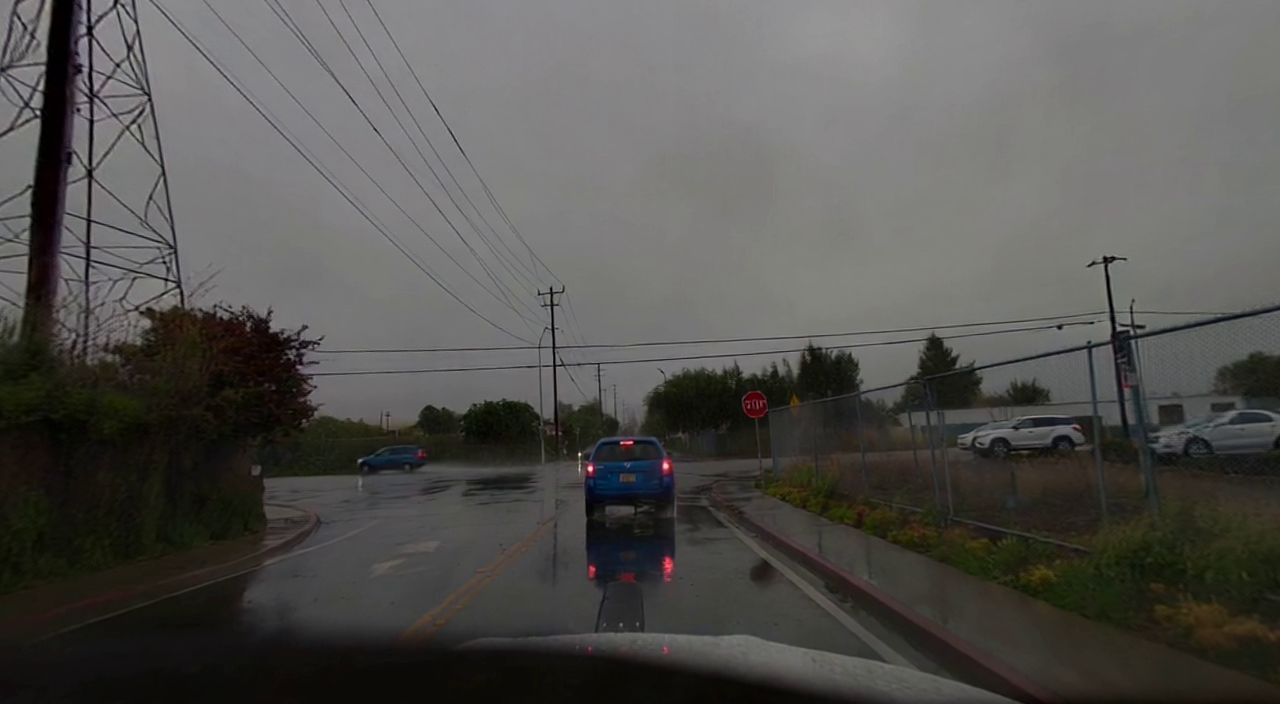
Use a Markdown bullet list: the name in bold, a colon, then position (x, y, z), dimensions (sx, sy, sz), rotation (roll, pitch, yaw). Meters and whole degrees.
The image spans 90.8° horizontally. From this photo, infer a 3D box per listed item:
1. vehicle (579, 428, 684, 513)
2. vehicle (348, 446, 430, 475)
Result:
- **vehicle**: position (-0.233, 2.733, 15.054), dimensions (2.137, 1.698, 4.166), rotation (0, -8, -2)
- **vehicle**: position (-15.853, 6.845, 40.009), dimensions (4.415, 1.753, 2.029), rotation (-3, -9, 16)
